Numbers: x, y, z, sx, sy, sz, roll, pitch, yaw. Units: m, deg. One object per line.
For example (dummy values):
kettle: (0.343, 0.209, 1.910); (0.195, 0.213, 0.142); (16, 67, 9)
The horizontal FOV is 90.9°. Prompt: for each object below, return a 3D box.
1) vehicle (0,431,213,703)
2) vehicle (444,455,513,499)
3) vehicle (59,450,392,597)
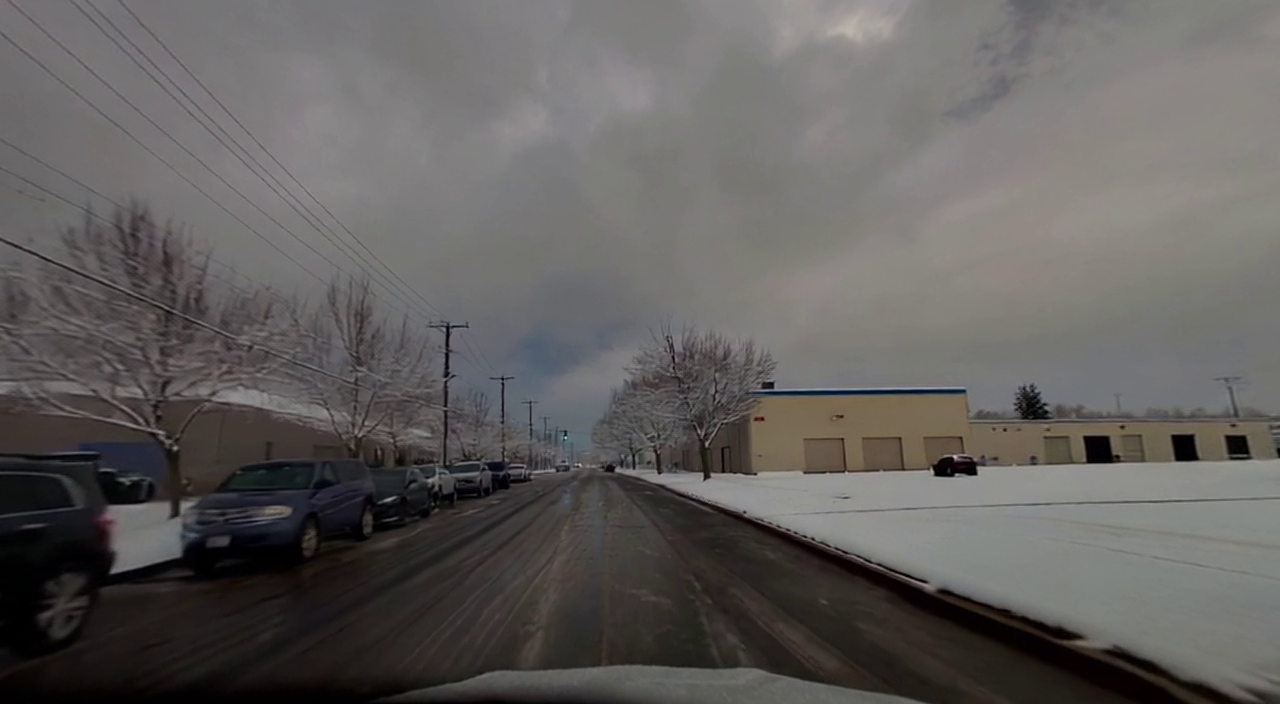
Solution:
vehicle: (-4.852, 1.276, 3.631); (1.886, 1.640, 4.311); (2, -8, -3)
vehicle: (-6.499, 5.081, 25.811); (1.882, 1.606, 4.191); (1, -10, -3)
vehicle: (-5.274, 2.242, 9.017); (1.870, 1.510, 4.627); (1, -10, -4)
